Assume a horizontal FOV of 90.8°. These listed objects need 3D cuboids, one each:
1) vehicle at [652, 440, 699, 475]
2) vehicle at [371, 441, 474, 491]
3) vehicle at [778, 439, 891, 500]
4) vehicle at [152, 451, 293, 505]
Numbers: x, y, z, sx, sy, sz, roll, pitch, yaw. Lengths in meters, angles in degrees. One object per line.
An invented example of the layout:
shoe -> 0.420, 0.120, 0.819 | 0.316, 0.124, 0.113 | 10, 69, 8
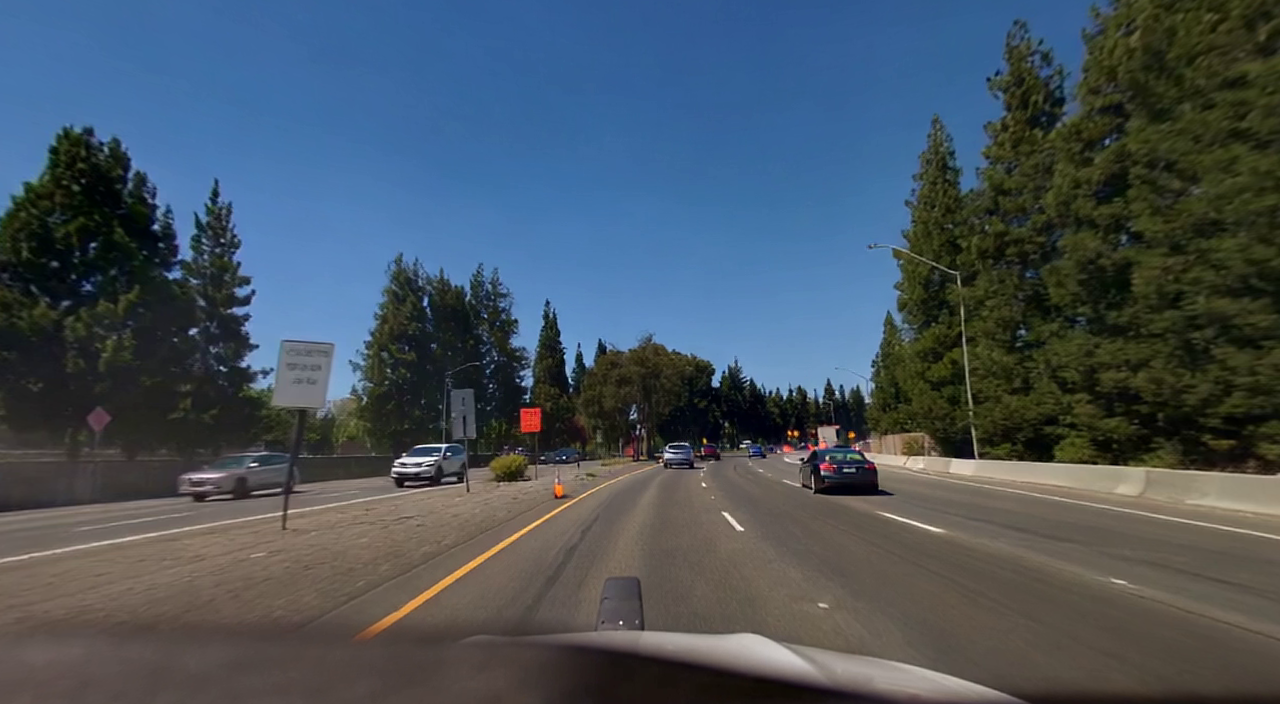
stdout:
vehicle -> 1.926, 5.469, 33.122 | 2.201, 1.676, 4.541 | -1, -8, 6
vehicle -> -8.479, 4.468, 25.170 | 2.151, 1.770, 4.512 | -1, -8, 5
vehicle -> 5.182, 3.172, 17.493 | 2.044, 1.474, 4.083 | -1, -8, 4
vehicle -> -14.682, 4.403, 22.548 | 1.876, 1.672, 4.237 | -1, -8, 5
